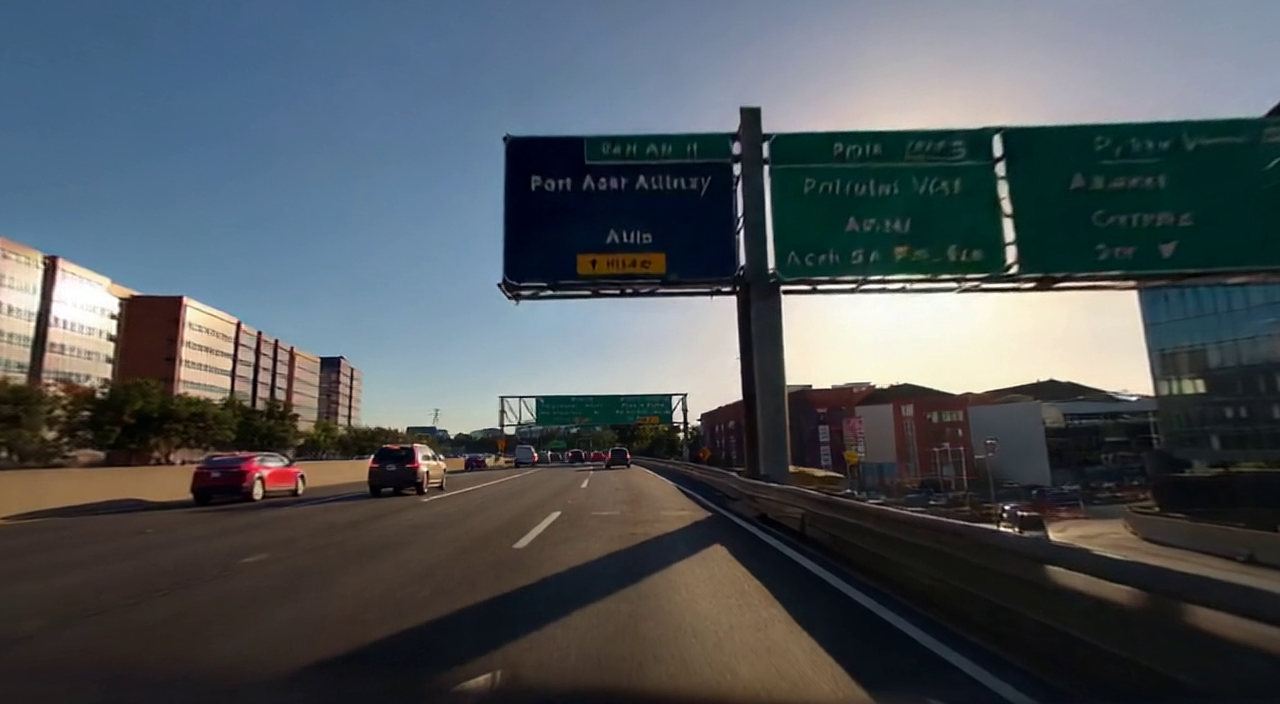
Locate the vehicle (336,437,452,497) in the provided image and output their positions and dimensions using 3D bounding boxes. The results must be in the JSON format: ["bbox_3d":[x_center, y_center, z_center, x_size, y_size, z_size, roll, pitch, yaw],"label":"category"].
[{"bbox_3d":[-7.751,3.650,20.385,2.065,1.689,4.399,0,-9,-1],"label":"vehicle"}]

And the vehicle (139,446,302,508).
[{"bbox_3d":[-11.539,3.429,17.727,1.936,1.501,3.900,0,-9,-1],"label":"vehicle"}]

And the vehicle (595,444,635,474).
[{"bbox_3d":[-1.418,5.974,35.394,2.110,1.501,4.319,0,-9,-3],"label":"vehicle"}]

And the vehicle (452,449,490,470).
[{"bbox_3d":[-12.817,8.130,47.976,1.861,1.466,4.233,0,-9,-3],"label":"vehicle"}]
